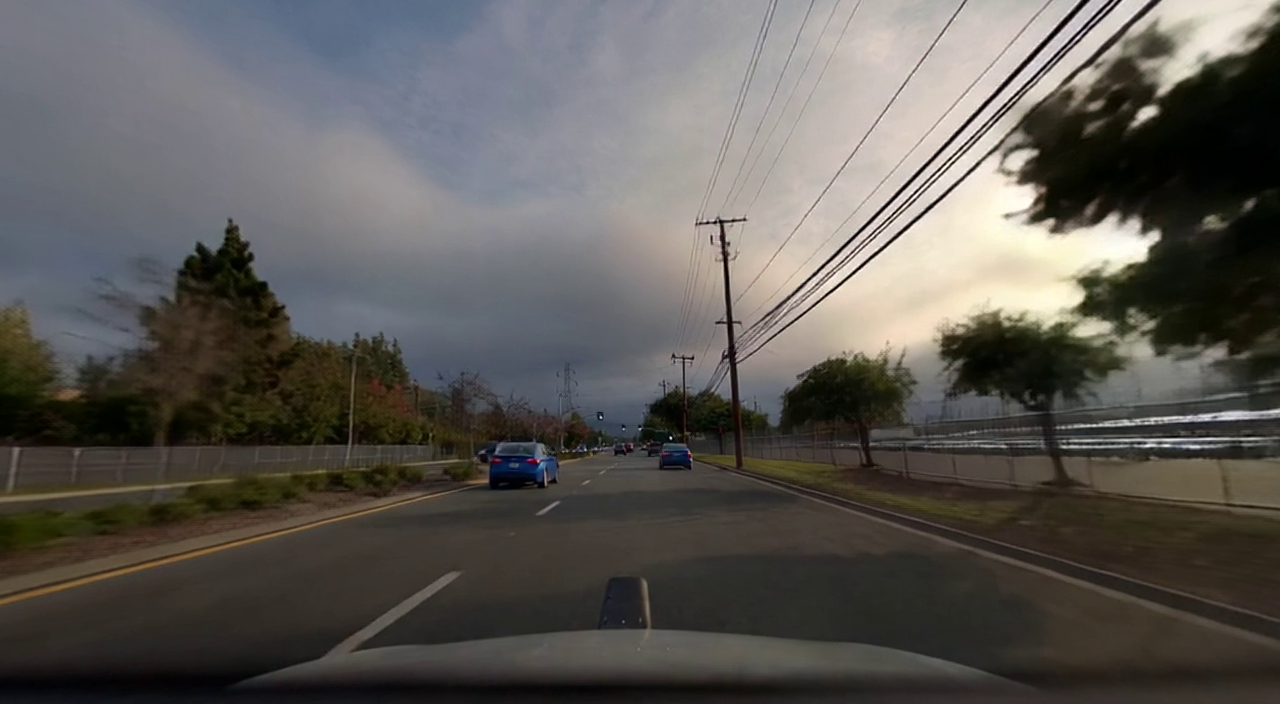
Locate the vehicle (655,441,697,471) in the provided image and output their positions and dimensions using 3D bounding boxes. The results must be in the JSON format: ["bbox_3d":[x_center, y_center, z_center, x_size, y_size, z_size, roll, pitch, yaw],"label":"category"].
[{"bbox_3d":[1.881,5.647,34.250,2.059,1.486,3.980,0,-8,0],"label":"vehicle"}]

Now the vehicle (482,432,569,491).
[{"bbox_3d":[-3.628,3.554,20.721,1.950,1.692,4.397,-1,-8,1],"label":"vehicle"}]
